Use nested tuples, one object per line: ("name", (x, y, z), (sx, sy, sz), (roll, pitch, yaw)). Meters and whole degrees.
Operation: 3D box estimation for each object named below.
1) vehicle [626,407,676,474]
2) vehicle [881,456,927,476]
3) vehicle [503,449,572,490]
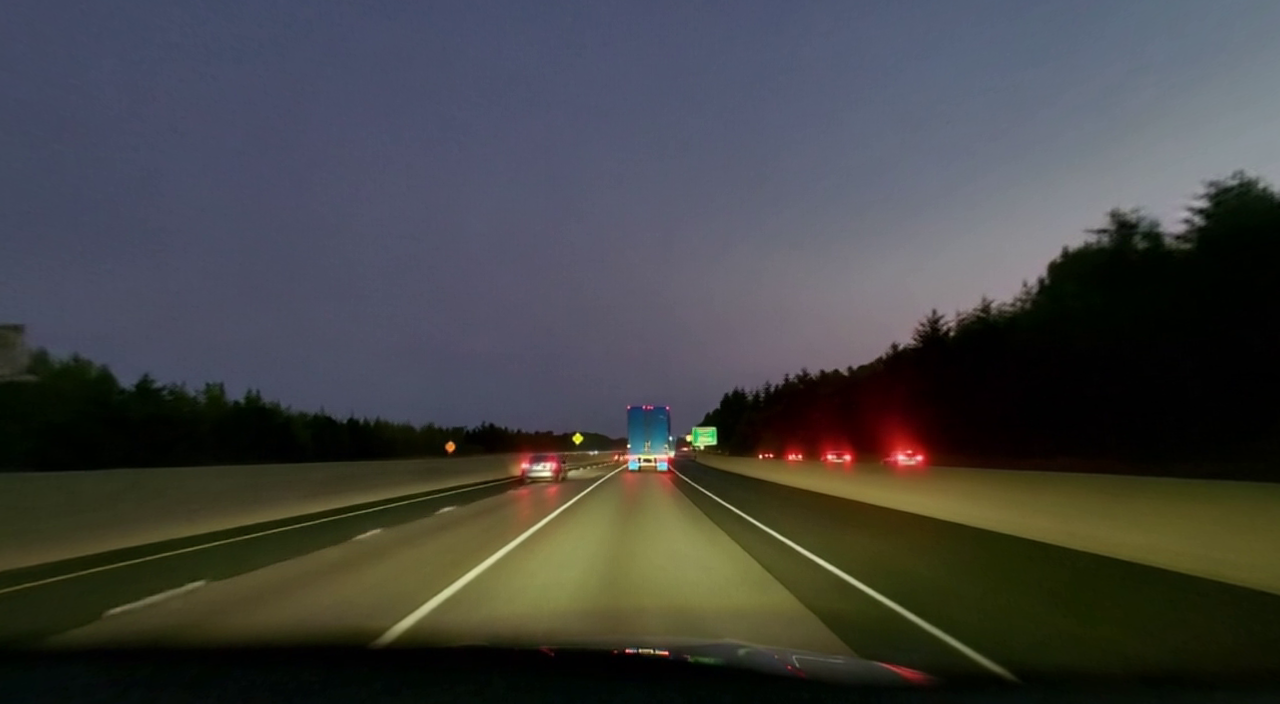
("vehicle", (0.790, 6.222, 43.793), (3.022, 4.072, 10.318), (0, -9, 1))
("vehicle", (20.247, 8.706, 48.431), (1.857, 1.407, 3.719), (0, -9, 0))
("vehicle", (-3.959, 4.598, 25.099), (1.931, 1.466, 4.458), (0, -9, 1))
